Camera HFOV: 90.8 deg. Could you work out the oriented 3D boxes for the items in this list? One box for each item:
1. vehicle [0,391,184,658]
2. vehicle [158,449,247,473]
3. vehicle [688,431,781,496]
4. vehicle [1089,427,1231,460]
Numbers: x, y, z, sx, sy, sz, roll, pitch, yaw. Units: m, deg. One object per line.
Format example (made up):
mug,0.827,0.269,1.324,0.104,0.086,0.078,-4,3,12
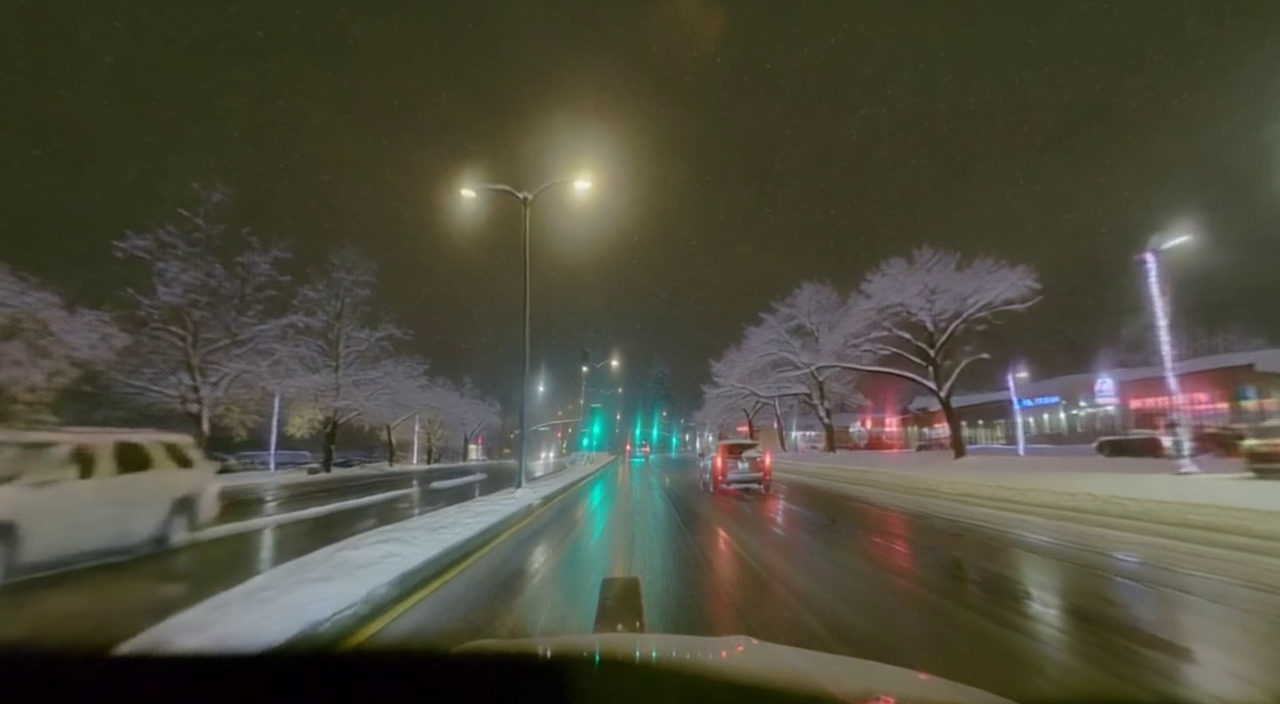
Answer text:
vehicle,-5.099,1.113,3.862,2.134,1.660,4.625,0,-9,-14
vehicle,-30.080,7.470,43.488,4.656,1.508,1.953,-1,-9,1
vehicle,2.657,3.245,18.792,1.963,1.677,4.229,0,-8,-2
vehicle,23.858,4.252,29.194,1.813,1.395,4.616,5,-10,-30
